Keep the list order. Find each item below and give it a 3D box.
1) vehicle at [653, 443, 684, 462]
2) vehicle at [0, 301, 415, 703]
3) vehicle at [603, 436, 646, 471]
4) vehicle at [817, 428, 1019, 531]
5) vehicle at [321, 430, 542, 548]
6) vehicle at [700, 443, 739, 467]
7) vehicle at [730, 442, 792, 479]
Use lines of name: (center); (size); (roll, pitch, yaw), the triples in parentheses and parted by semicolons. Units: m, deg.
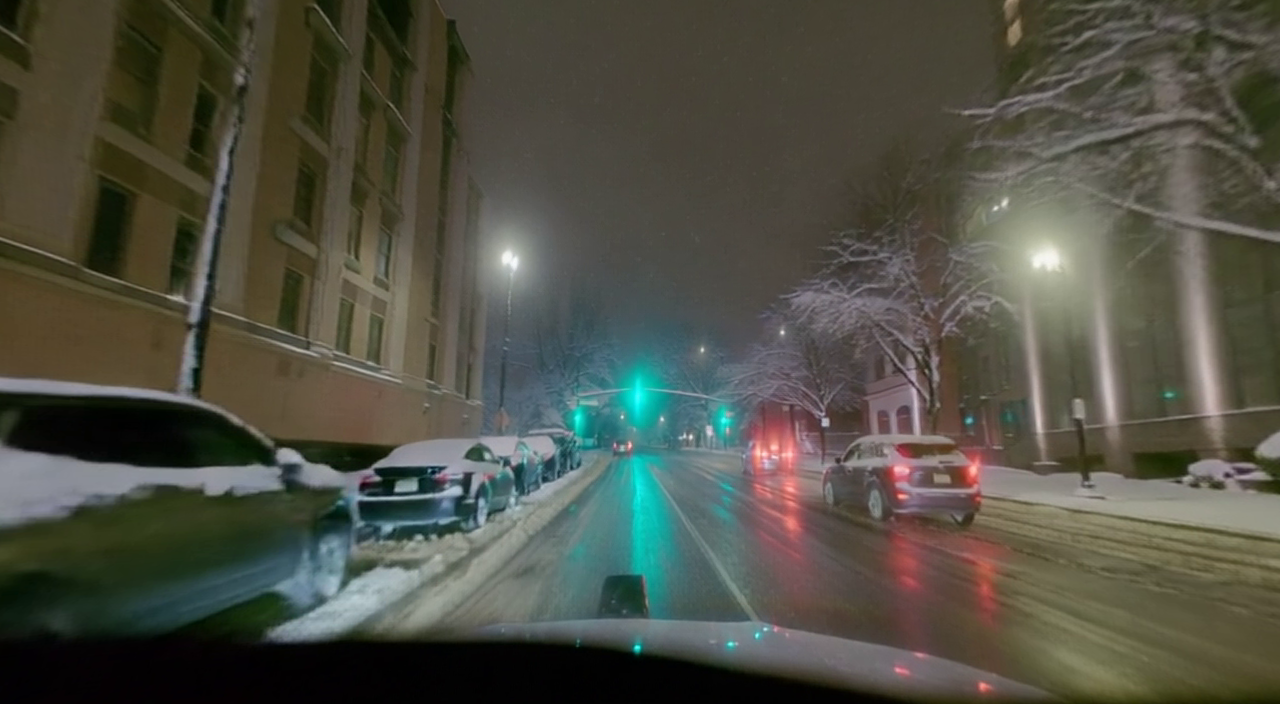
vehicle: (2.162, 7.810, 49.158); (2.182, 1.450, 4.013); (0, -8, -1)
vehicle: (-3.404, 0.957, 3.767); (2.187, 1.819, 5.101); (0, -8, 0)
vehicle: (-0.763, 5.339, 33.272); (2.122, 1.689, 3.885); (0, -8, 0)
vehicle: (4.972, 2.326, 12.051); (1.891, 1.599, 4.173); (0, -9, -1)
vehicle: (-3.053, 2.127, 10.597); (2.121, 1.490, 4.910); (0, -8, -1)
vehicle: (5.126, 6.681, 41.188); (1.917, 1.467, 4.452); (0, -8, -1)
vehicle: (5.090, 4.586, 26.934); (1.799, 1.463, 3.464); (0, -9, -2)
